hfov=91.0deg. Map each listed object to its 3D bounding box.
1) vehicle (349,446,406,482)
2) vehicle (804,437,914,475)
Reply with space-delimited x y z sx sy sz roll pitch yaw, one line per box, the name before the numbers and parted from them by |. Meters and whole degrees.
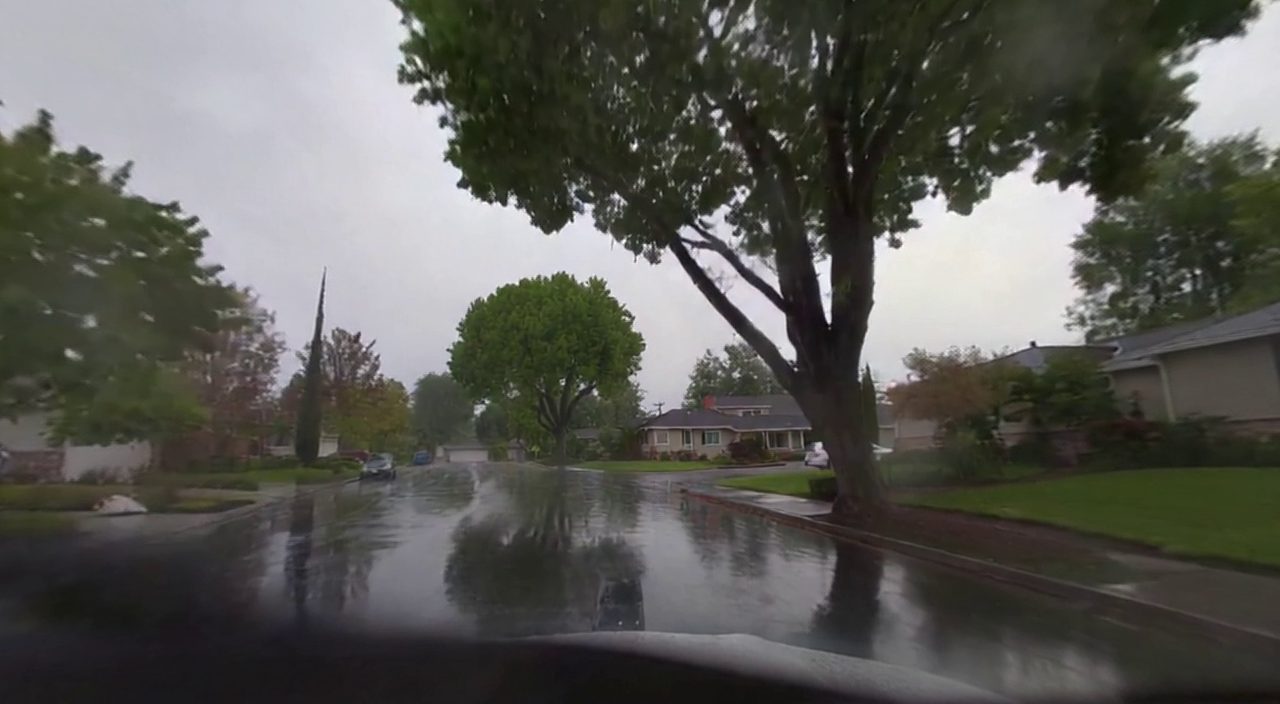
vehicle | -12.783 5.454 30.864 1.938 1.499 4.290 -1 -9 -14
vehicle | 11.120 5.236 32.044 4.933 1.817 2.014 2 -8 -17
